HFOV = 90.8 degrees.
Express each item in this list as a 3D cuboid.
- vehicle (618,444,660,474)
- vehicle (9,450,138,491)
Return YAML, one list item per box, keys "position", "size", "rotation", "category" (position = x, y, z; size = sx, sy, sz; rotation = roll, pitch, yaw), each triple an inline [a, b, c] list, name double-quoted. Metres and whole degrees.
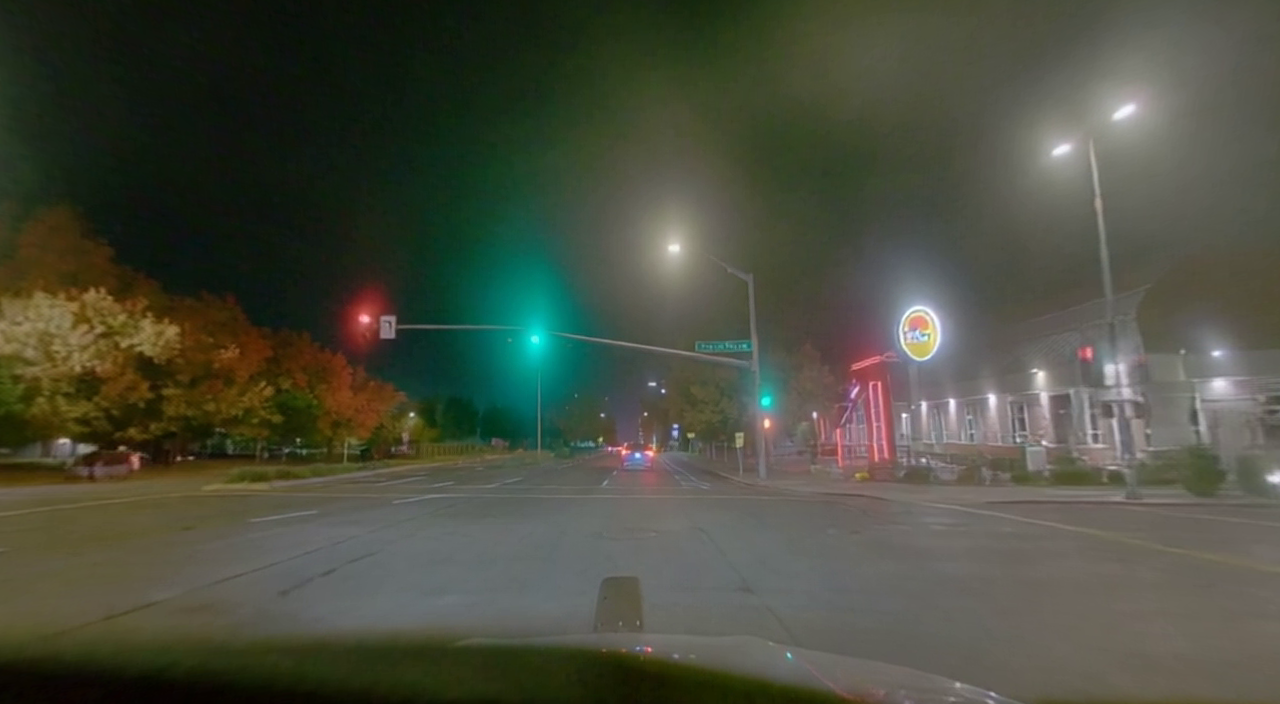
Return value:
- position: [-0.030, 5.632, 33.460]
  size: [2.115, 1.461, 3.976]
  rotation: [0, -8, 1]
  category: "vehicle"
- position: [-26.935, 5.612, 30.279]
  size: [1.969, 1.693, 4.461]
  rotation: [-1, -8, 1]
  category: "vehicle"
